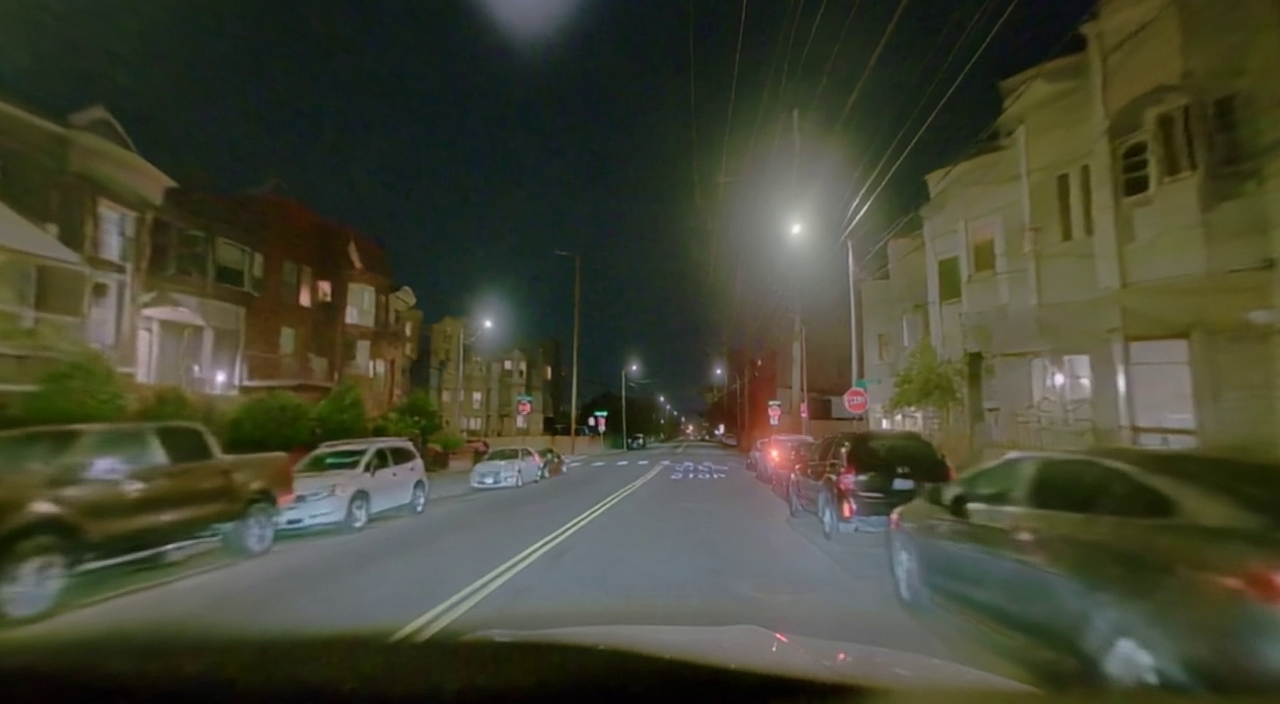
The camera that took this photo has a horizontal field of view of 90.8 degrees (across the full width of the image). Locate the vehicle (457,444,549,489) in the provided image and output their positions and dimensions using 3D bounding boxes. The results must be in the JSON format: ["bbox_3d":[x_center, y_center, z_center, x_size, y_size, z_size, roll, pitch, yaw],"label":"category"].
[{"bbox_3d":[-4.866,4.107,23.189,2.098,1.454,4.449,-1,-8,4],"label":"vehicle"}]

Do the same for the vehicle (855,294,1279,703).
[{"bbox_3d":[3.169,1.028,3.771,2.251,1.824,5.504,-1,-8,5],"label":"vehicle"}]

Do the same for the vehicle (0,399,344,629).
[{"bbox_3d":[-6.451,1.728,7.795,2.359,1.947,5.833,-1,-8,5],"label":"vehicle"}]
